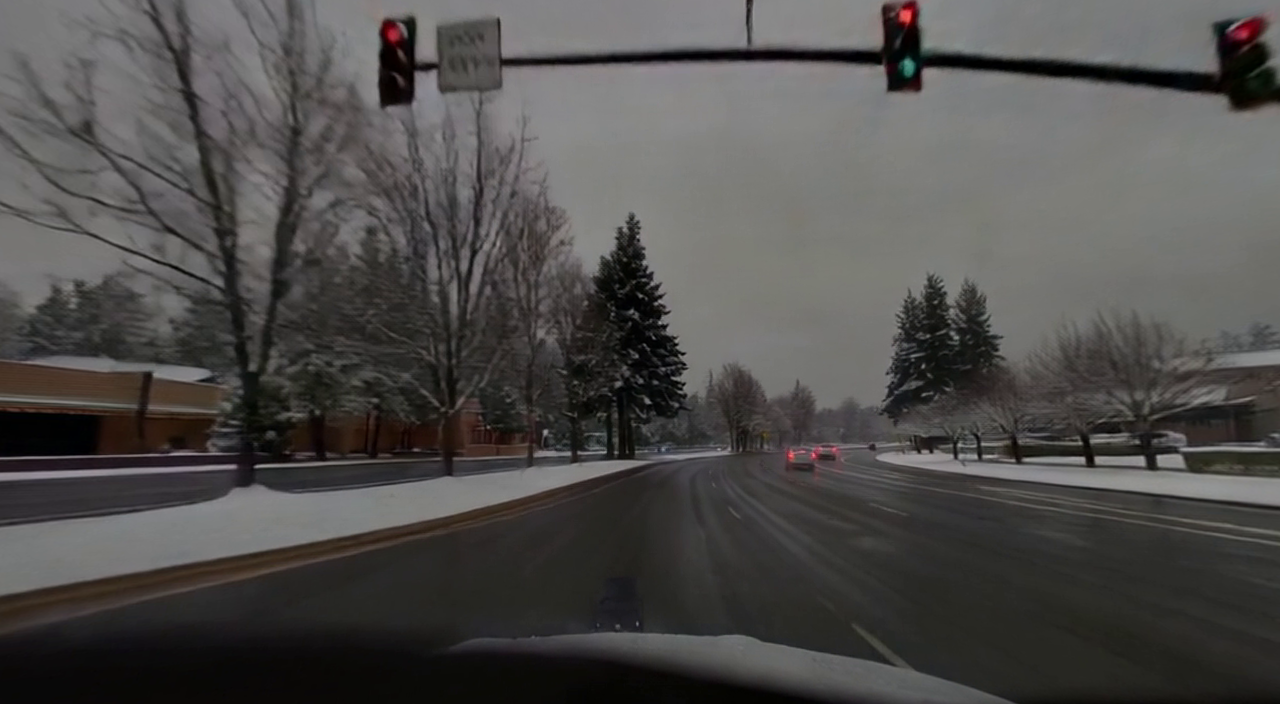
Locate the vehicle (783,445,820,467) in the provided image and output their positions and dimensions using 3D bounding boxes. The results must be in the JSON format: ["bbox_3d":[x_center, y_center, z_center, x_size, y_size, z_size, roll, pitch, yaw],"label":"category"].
[{"bbox_3d":[11.191,7.198,43.998,1.988,1.460,3.996,-2,-9,8],"label":"vehicle"}]
